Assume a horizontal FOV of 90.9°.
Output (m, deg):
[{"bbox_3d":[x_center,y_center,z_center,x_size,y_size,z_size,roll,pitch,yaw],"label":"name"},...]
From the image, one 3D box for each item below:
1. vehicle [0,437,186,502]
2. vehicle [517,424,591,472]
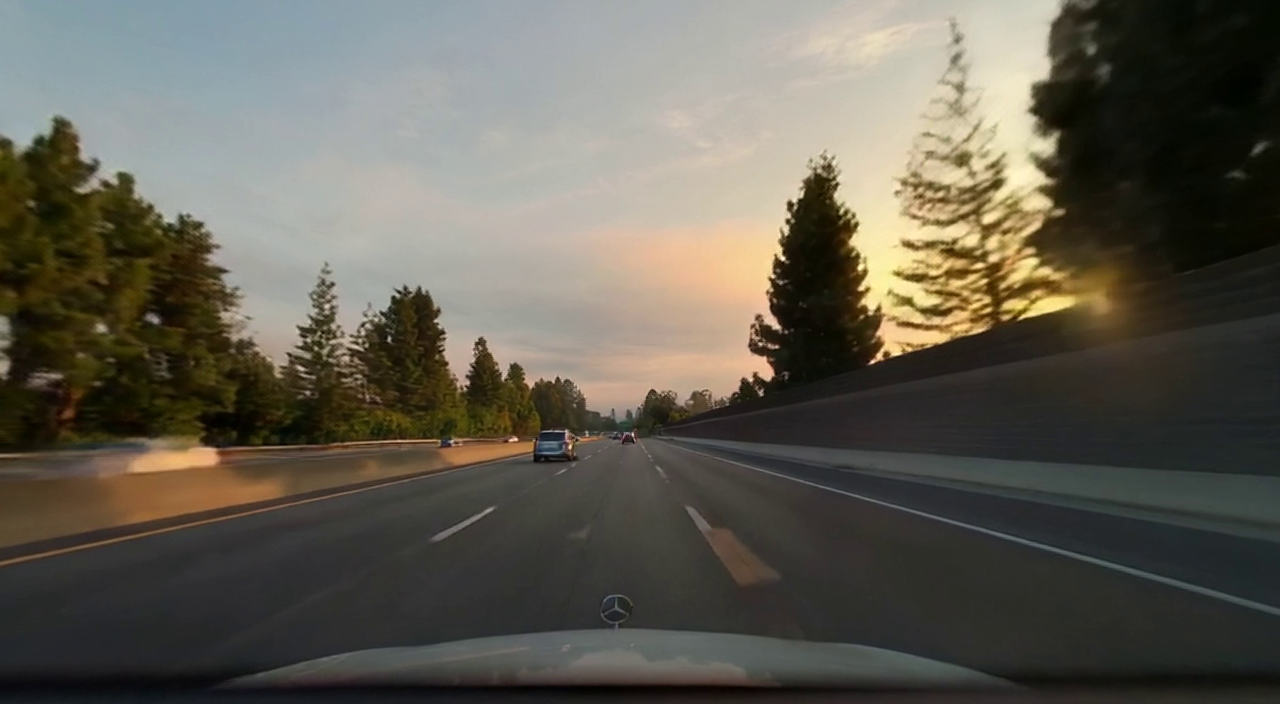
[{"bbox_3d":[-14.017,2.908,16.172,1.840,1.438,3.986,0,-8,-2],"label":"vehicle"},{"bbox_3d":[-3.328,3.818,25.409,2.306,1.730,4.606,0,-8,1],"label":"vehicle"}]
